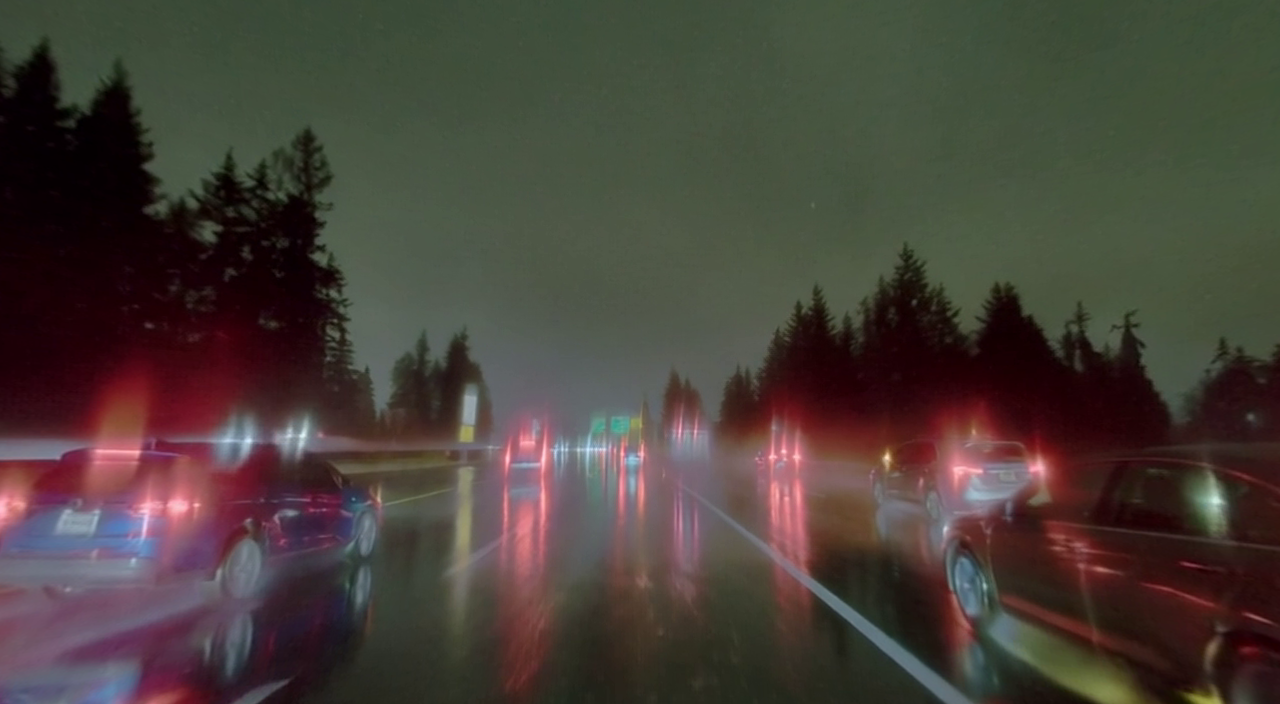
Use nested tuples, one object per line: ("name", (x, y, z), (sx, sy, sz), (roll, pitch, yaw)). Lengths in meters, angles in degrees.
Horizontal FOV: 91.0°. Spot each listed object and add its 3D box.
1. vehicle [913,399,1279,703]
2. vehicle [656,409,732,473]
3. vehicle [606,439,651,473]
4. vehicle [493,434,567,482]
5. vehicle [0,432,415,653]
("vehicle", (3.122, 1.001, 2.609), (2.031, 1.504, 4.327), (0, -9, 0))
("vehicle", (2.935, 5.513, 38.665), (3.426, 3.279, 12.313), (0, -9, -1))
("vehicle", (-0.619, 5.610, 34.123), (2.235, 1.682, 4.094), (0, -9, -1))
("vehicle", (-4.387, 4.308, 25.908), (2.176, 1.783, 4.799), (0, -9, 0))
("vehicle", (-4.073, 1.568, 6.326), (1.947, 1.424, 4.264), (0, -9, 1))
